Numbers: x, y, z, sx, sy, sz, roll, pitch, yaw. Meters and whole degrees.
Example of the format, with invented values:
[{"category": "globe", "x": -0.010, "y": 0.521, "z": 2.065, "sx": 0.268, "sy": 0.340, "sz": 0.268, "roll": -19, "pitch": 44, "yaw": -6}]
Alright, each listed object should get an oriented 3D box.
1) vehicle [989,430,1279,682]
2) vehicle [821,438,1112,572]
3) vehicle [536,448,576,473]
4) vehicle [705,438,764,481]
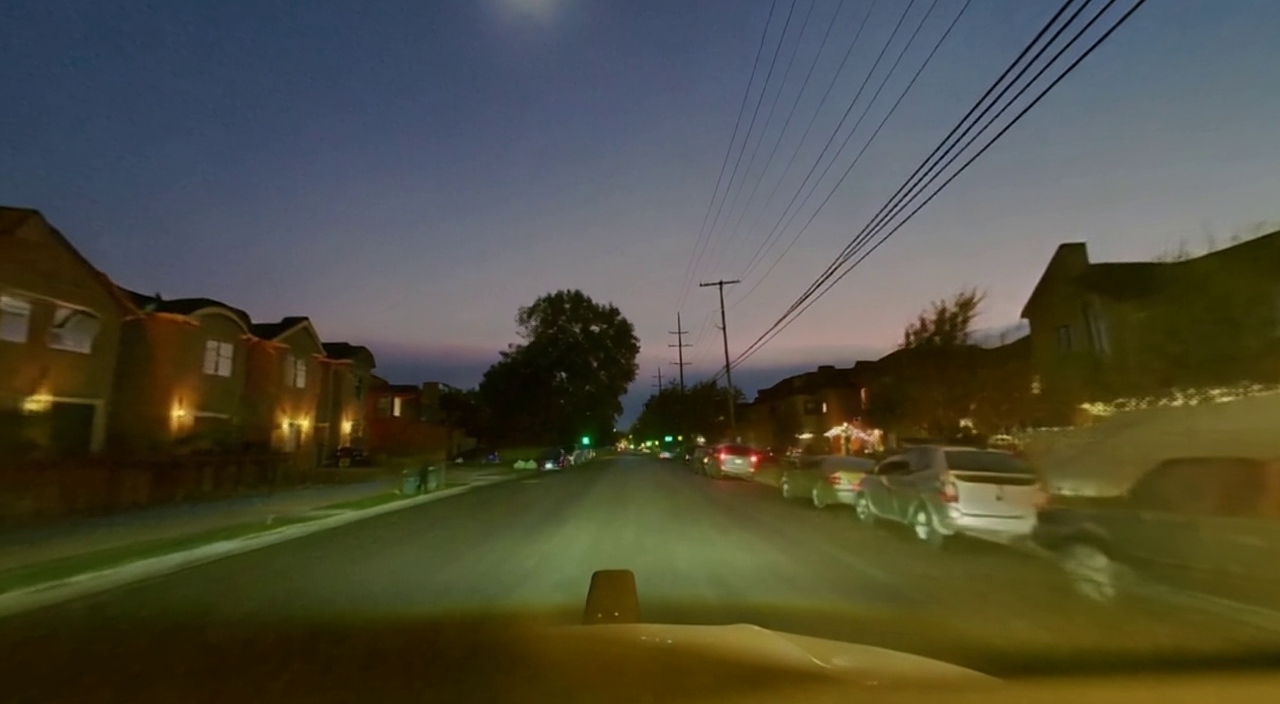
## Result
[{"category": "vehicle", "x": 4.699, "y": 1.317, "z": 4.510, "sx": 1.859, "sy": 1.469, "sz": 4.550, "roll": 0, "pitch": -8, "yaw": 1}, {"category": "vehicle", "x": 4.584, "y": 2.174, "z": 9.975, "sx": 1.835, "sy": 1.554, "sz": 4.870, "roll": 0, "pitch": -8, "yaw": -2}, {"category": "vehicle", "x": -5.501, "y": 7.165, "z": 41.792, "sx": 2.031, "sy": 1.468, "sz": 4.165, "roll": -2, "pitch": -9, "yaw": 0}, {"category": "vehicle", "x": 4.479, "y": 5.165, "z": 30.653, "sx": 2.086, "sy": 1.885, "sz": 4.323, "roll": 0, "pitch": -8, "yaw": -1}]
